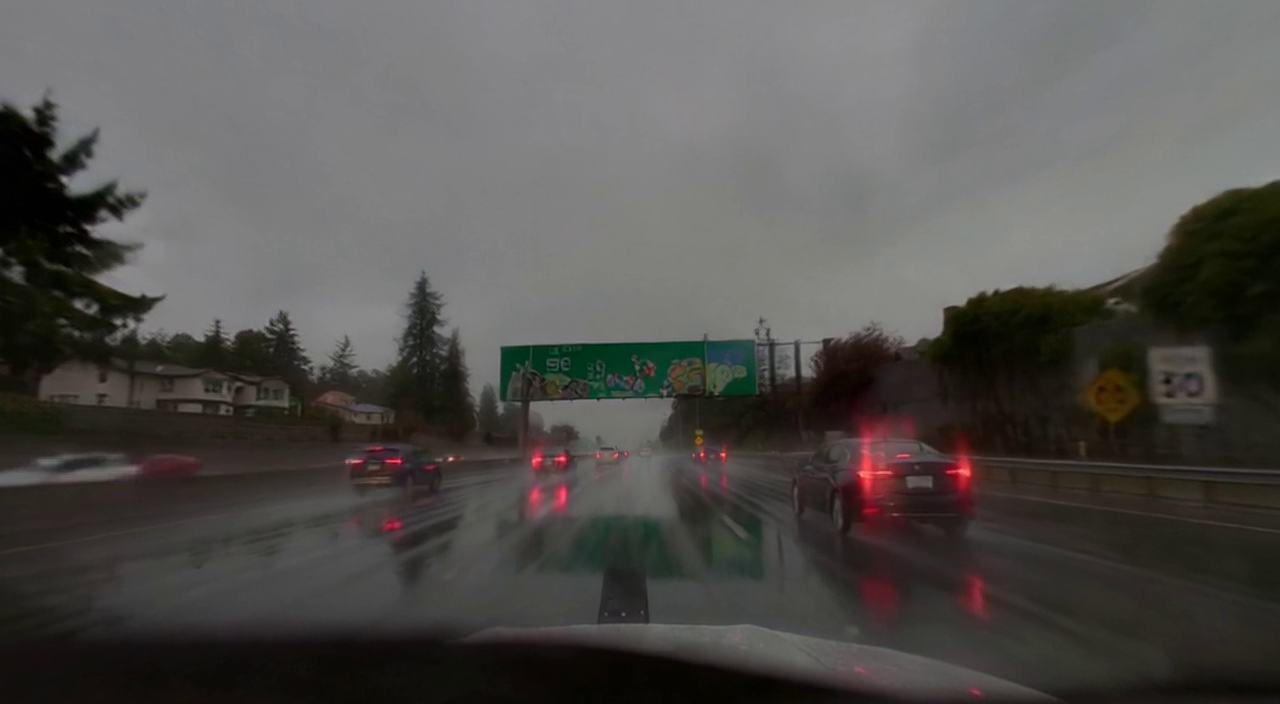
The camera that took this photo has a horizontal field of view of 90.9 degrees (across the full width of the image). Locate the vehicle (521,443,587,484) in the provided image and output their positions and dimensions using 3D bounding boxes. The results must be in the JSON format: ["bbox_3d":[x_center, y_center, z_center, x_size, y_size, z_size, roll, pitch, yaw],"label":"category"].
[{"bbox_3d":[-3.558,4.680,26.836,2.136,1.571,4.285,0,-8,1],"label":"vehicle"}]

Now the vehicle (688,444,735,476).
[{"bbox_3d":[3.458,5.309,31.168,1.854,1.438,3.954,0,-8,0],"label":"vehicle"}]

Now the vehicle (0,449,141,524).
[{"bbox_3d":[-15.539,3.270,15.668,2.061,1.684,5.044,-1,-8,1],"label":"vehicle"}]

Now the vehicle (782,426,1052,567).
[{"bbox_3d":[3.518,1.902,9.092,1.912,1.509,4.291,0,-8,0],"label":"vehicle"}]

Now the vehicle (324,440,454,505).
[{"bbox_3d":[-7.317,3.522,18.943,2.057,1.681,4.277,-1,-8,1],"label":"vehicle"}]
